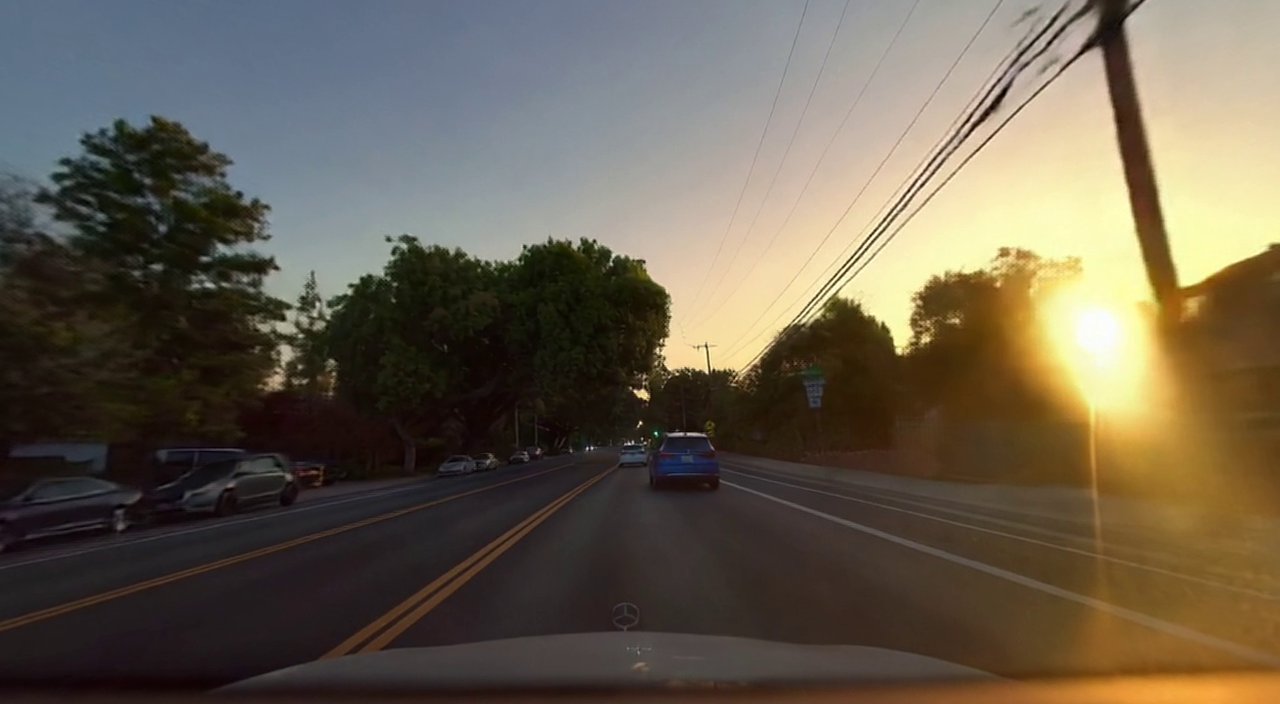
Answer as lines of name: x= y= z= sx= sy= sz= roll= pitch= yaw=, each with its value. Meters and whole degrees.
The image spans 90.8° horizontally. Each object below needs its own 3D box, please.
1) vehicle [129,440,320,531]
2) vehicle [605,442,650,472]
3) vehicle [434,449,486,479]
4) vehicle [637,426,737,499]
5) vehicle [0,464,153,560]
vehicle: x=-12.203 y=3.845 z=19.134 sx=2.504 sy=2.031 sz=5.237 roll=-6 pitch=-7 yaw=-3
vehicle: x=-0.636 y=5.375 z=32.583 sx=2.196 sy=1.449 sz=4.006 roll=0 pitch=-8 yaw=-1
vehicle: x=-12.386 y=7.733 z=43.912 sx=2.150 sy=1.644 sz=5.120 roll=-5 pitch=-8 yaw=-1
vehicle: x=1.145 y=3.034 z=17.843 sx=2.200 sy=1.763 sz=4.676 roll=0 pitch=-8 yaw=-3
vehicle: x=-12.152 y=3.111 z=12.211 sx=1.897 sy=1.498 sz=4.628 roll=-5 pitch=-8 yaw=-1
